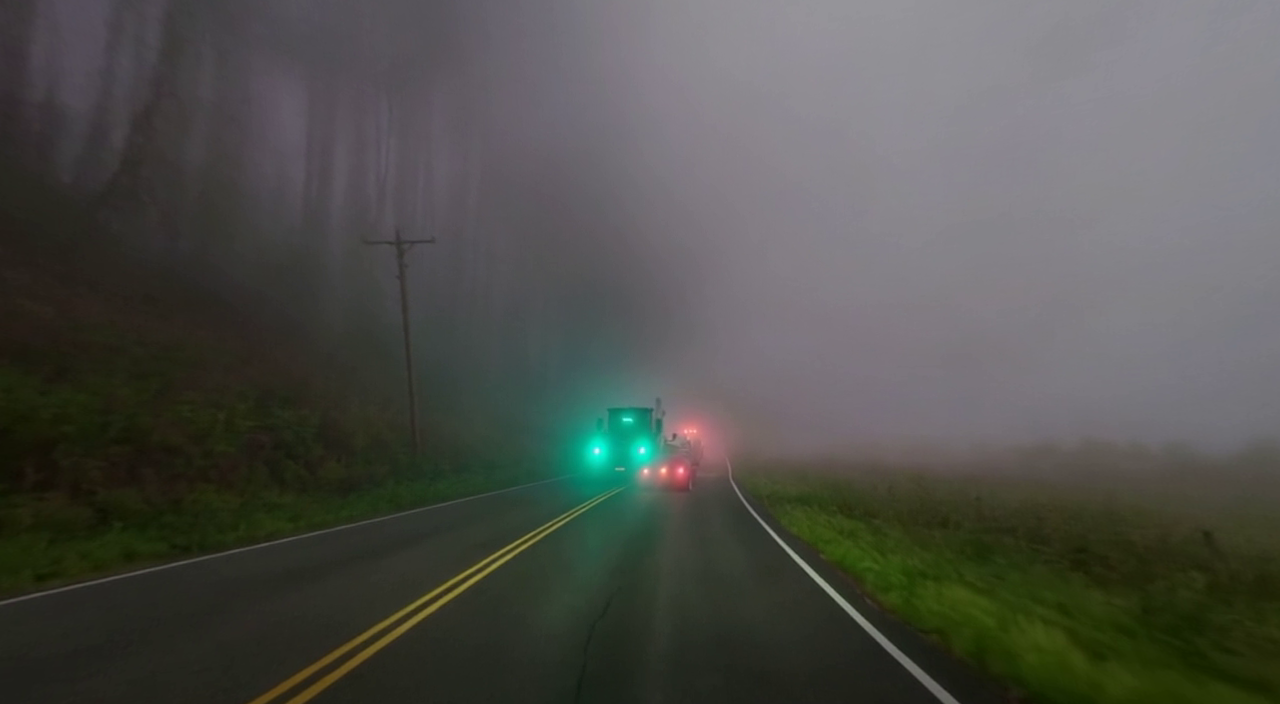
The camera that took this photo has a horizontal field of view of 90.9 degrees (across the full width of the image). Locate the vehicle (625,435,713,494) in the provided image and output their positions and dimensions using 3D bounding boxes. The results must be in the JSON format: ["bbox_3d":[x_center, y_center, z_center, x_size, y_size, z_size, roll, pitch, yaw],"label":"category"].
[{"bbox_3d":[0.880,3.158,18.035,2.196,1.465,4.294,-1,-9,4],"label":"vehicle"}]

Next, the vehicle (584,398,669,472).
[{"bbox_3d":[-0.659,5.598,41.267,4.788,4.368,6.529,0,-11,5],"label":"vehicle"}]
